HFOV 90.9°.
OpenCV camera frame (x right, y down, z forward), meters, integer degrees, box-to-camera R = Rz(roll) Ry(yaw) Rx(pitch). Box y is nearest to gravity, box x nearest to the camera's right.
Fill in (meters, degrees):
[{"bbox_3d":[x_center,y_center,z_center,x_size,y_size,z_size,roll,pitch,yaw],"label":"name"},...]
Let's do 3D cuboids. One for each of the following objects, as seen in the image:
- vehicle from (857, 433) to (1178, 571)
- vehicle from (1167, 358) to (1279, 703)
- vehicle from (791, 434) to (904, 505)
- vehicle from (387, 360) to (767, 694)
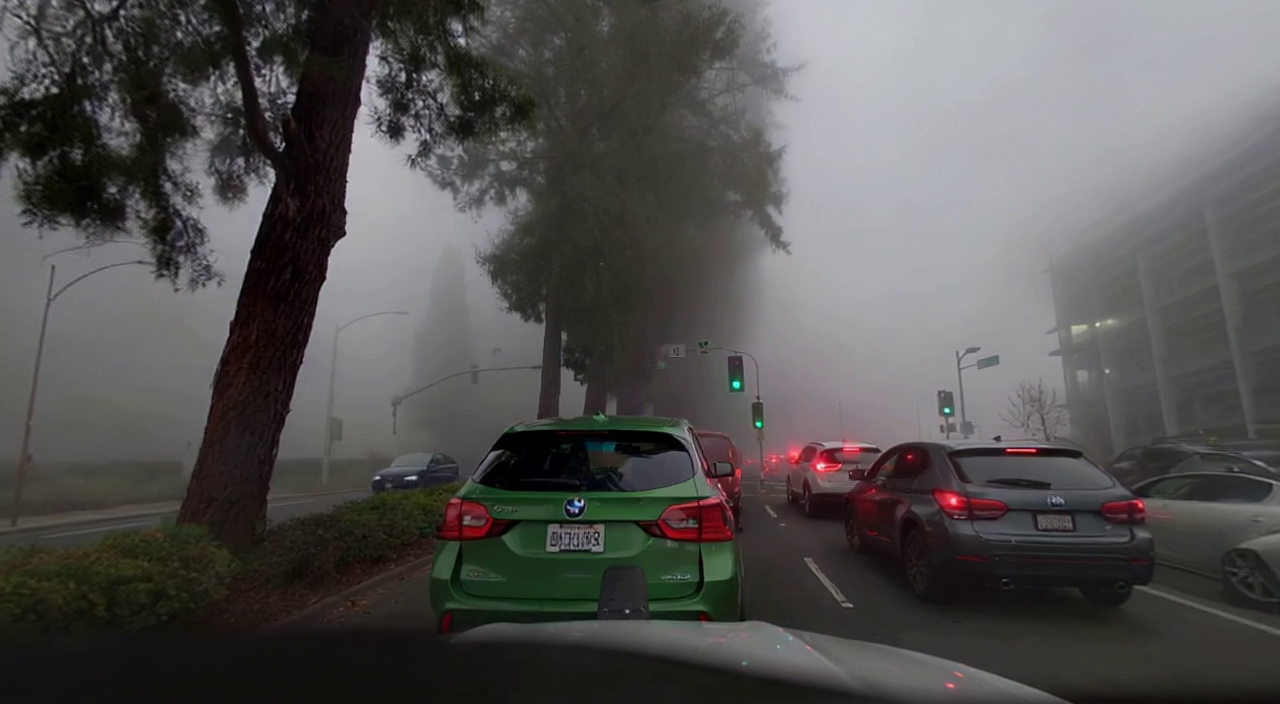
[{"bbox_3d":[4.889,1.971,9.177,1.963,1.480,4.553,0,-8,2],"label":"vehicle"},{"bbox_3d":[4.055,0.611,1.131,1.993,1.719,4.953,0,-8,1],"label":"vehicle"},{"bbox_3d":[5.313,3.033,16.724,1.994,1.638,4.100,-1,-8,6],"label":"vehicle"},{"bbox_3d":[-0.212,1.233,5.567,2.021,1.742,4.295,-1,-8,4],"label":"vehicle"}]
